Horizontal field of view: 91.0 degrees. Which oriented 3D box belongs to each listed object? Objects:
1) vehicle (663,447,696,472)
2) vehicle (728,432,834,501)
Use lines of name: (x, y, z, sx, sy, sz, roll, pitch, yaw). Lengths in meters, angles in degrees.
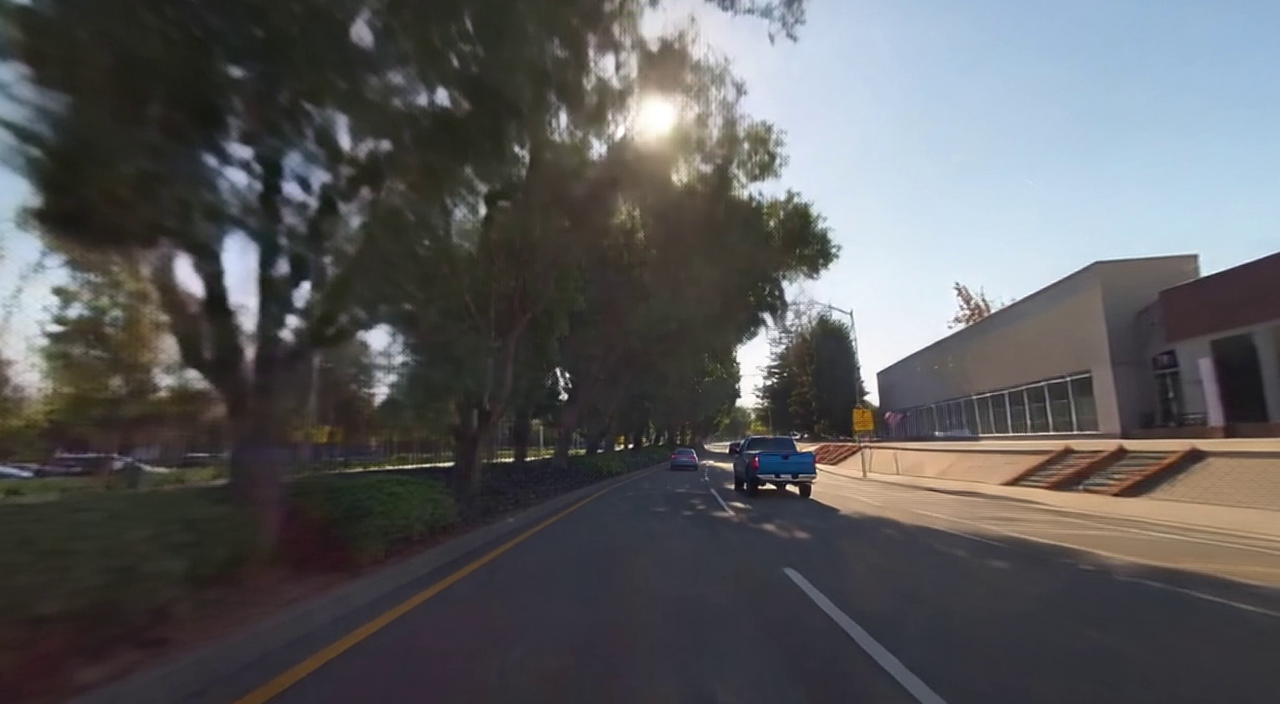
vehicle: (2.637, 6.988, 41.310, 1.968, 1.521, 4.262, 0, -9, 5)
vehicle: (4.376, 3.663, 20.632, 2.367, 1.919, 5.651, 0, -9, 2)
